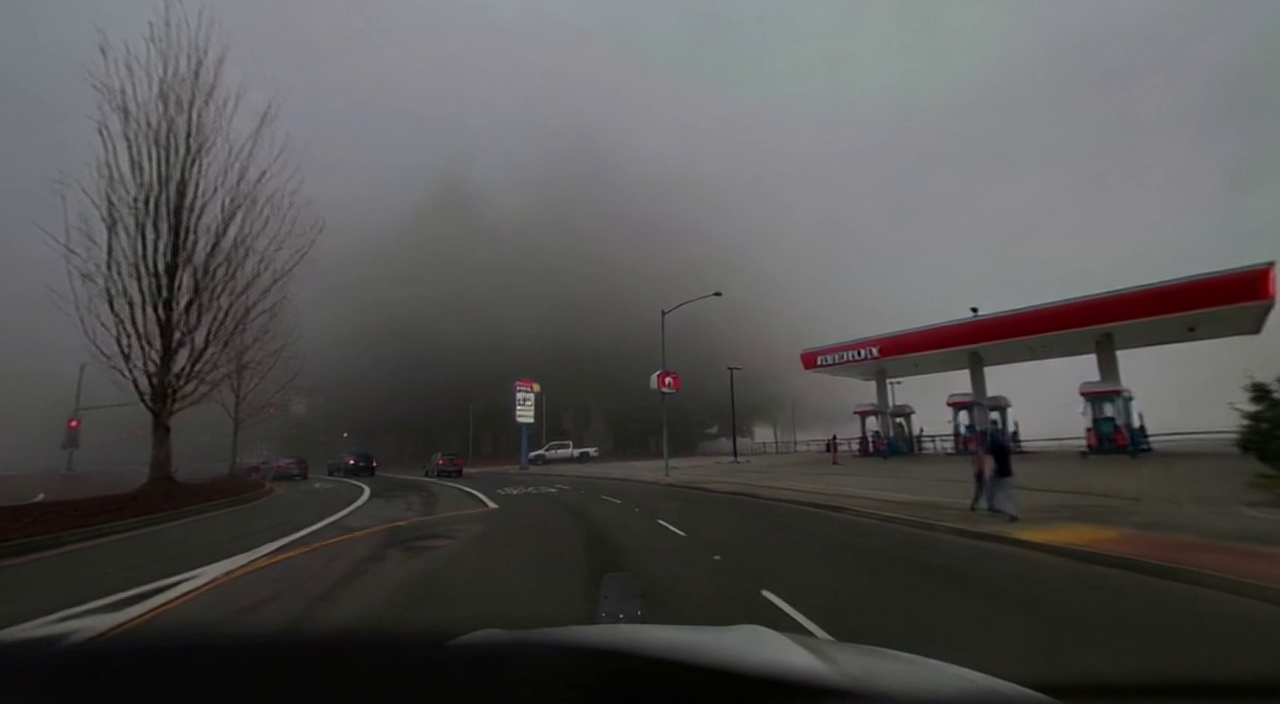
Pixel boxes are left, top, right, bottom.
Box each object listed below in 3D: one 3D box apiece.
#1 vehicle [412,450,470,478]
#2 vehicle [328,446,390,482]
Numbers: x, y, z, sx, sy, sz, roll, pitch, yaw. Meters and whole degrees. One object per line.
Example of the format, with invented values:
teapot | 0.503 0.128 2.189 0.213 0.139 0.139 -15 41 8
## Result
vehicle | -14.413 8.019 45.428 2.202 1.822 4.826 8 -12 -40
vehicle | -17.160 6.776 38.348 2.254 2.006 4.766 7 -11 -37
